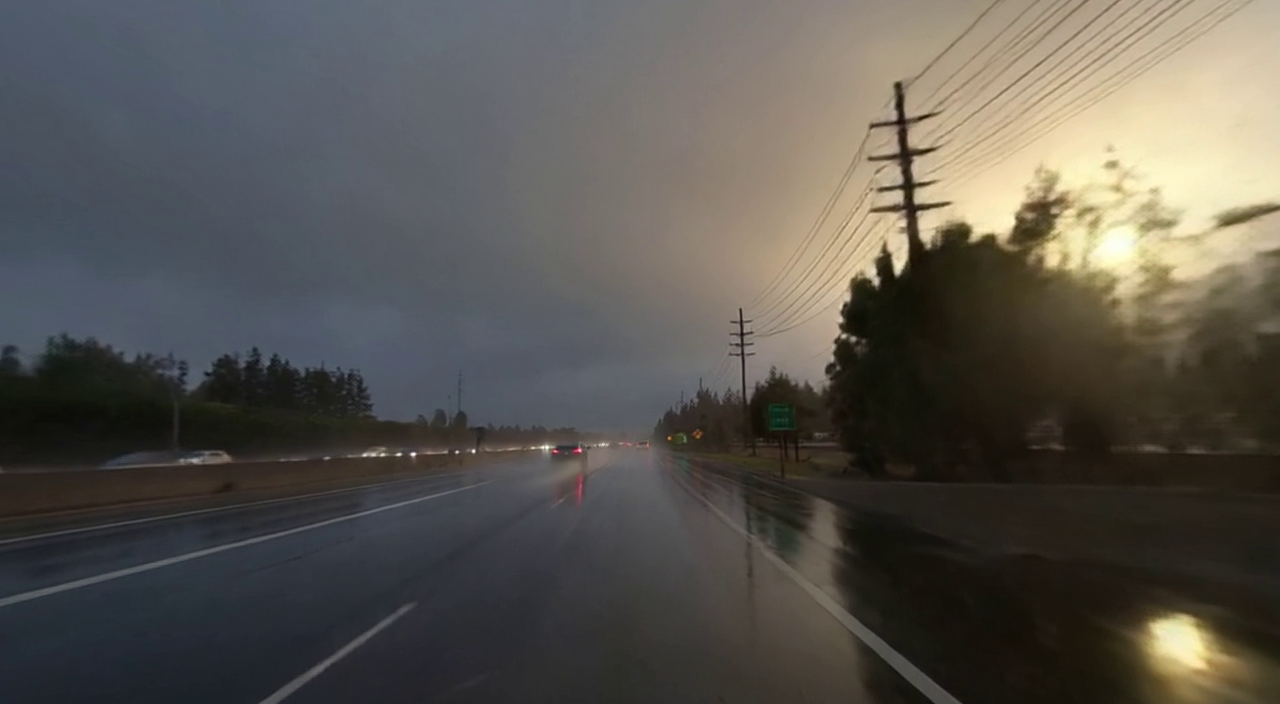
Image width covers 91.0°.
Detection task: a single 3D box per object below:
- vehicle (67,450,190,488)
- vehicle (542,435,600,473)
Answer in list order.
[{"bbox_3d":[-24.326,5.557,30.190,2.039,1.653,4.519,0,-9,1],"label":"vehicle"},{"bbox_3d":[-3.685,5.626,34.970,2.577,1.939,5.408,0,-9,0],"label":"vehicle"}]
